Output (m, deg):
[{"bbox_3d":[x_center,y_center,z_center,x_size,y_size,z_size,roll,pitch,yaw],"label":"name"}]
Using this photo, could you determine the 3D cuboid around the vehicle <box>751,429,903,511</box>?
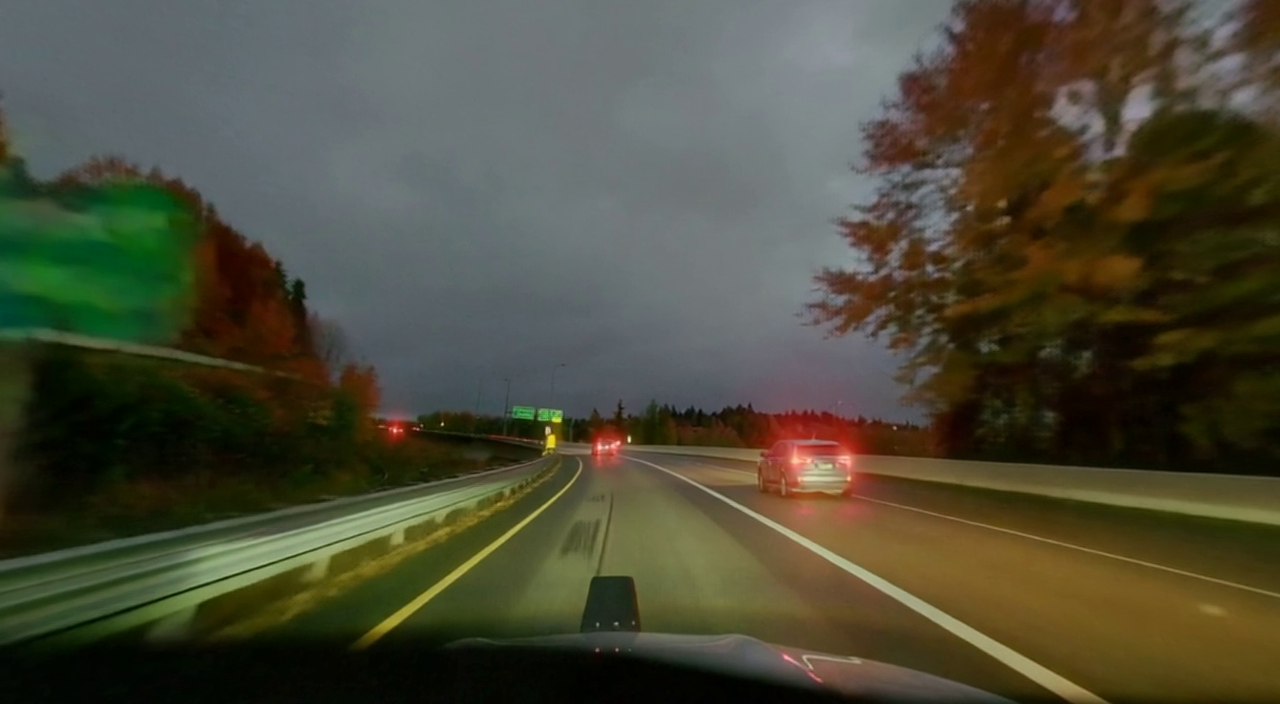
[{"bbox_3d":[3.978,2.583,14.132,1.952,1.536,4.036,0,-9,-4],"label":"vehicle"}]
